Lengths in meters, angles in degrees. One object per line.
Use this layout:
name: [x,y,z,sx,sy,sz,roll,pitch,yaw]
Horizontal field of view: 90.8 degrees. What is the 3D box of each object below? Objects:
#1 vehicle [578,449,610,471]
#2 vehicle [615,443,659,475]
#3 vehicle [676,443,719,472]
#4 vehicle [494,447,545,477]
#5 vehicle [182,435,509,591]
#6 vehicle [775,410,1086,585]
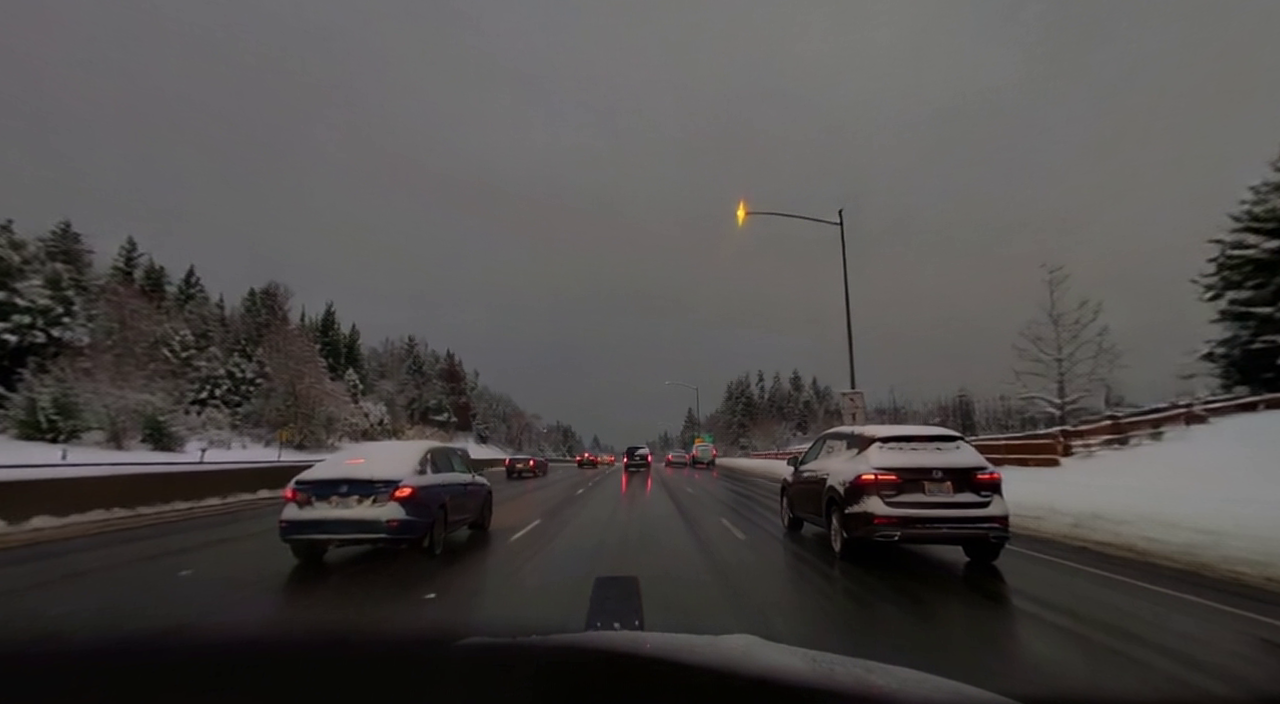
vehicle: [-3.377,8.025,47.041,1.968,1.473,4.209,0,-8,2]
vehicle: [-0.167,6.153,36.663,2.408,1.748,4.217,0,-8,0]
vehicle: [3.615,6.767,40.650,2.320,1.735,4.408,0,-8,0]
vehicle: [-6.717,6.179,35.736,1.980,1.519,4.147,0,-8,2]
vehicle: [-3.407,1.940,8.674,2.130,1.514,4.766,0,-8,1]
vehicle: [3.385,1.779,8.624,2.029,1.716,4.545,0,-8,-1]
